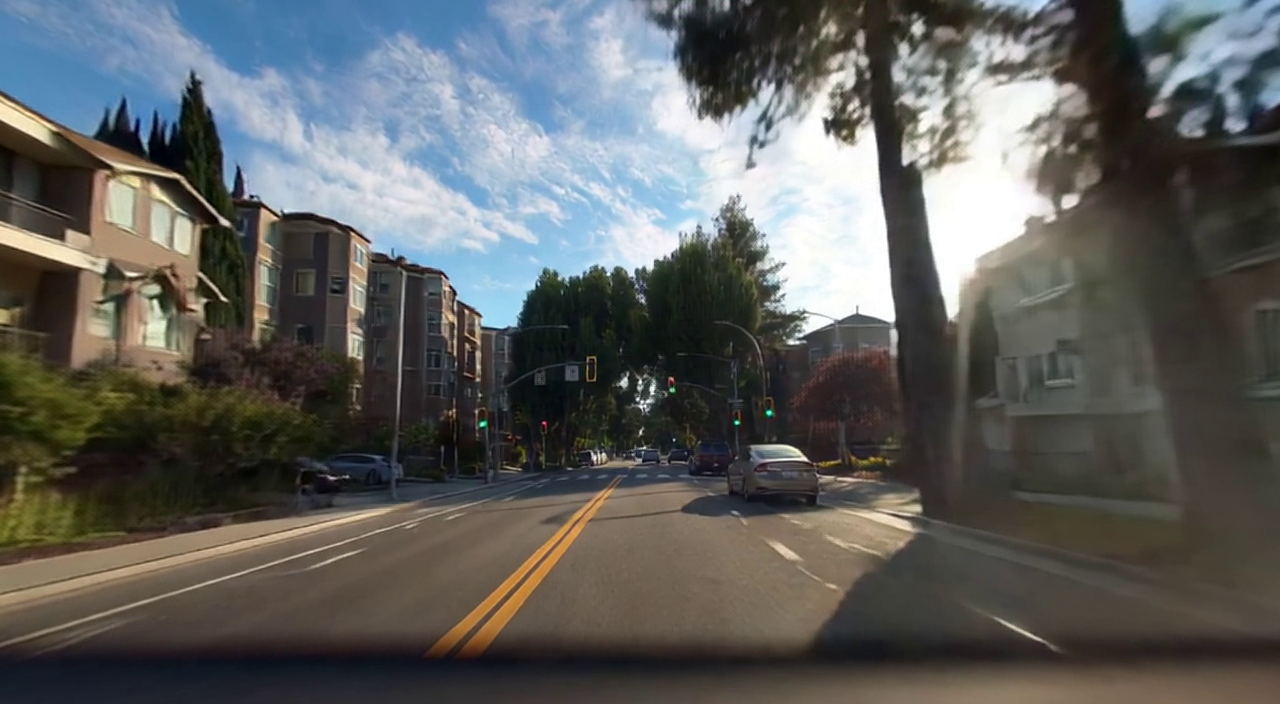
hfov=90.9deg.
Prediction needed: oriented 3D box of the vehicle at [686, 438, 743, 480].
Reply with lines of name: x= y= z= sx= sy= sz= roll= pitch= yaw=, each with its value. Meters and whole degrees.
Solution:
vehicle: x=3.535 y=5.139 z=30.650 sx=2.199 sy=1.872 sz=4.513 roll=0 pitch=-8 yaw=0

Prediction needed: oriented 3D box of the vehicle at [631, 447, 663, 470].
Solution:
vehicle: x=0.460 y=7.404 z=44.051 sx=2.097 sy=1.463 sz=4.043 roll=0 pitch=-8 yaw=-1

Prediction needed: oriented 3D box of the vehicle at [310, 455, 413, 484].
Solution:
vehicle: x=-15.202 y=6.413 z=34.547 sx=4.727 sy=1.483 sz=2.002 roll=-1 pitch=-8 yaw=3

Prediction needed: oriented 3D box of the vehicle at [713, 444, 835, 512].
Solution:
vehicle: x=3.254 y=3.147 z=16.398 sx=2.078 sy=1.488 sz=4.741 roll=0 pitch=-8 yaw=-1
